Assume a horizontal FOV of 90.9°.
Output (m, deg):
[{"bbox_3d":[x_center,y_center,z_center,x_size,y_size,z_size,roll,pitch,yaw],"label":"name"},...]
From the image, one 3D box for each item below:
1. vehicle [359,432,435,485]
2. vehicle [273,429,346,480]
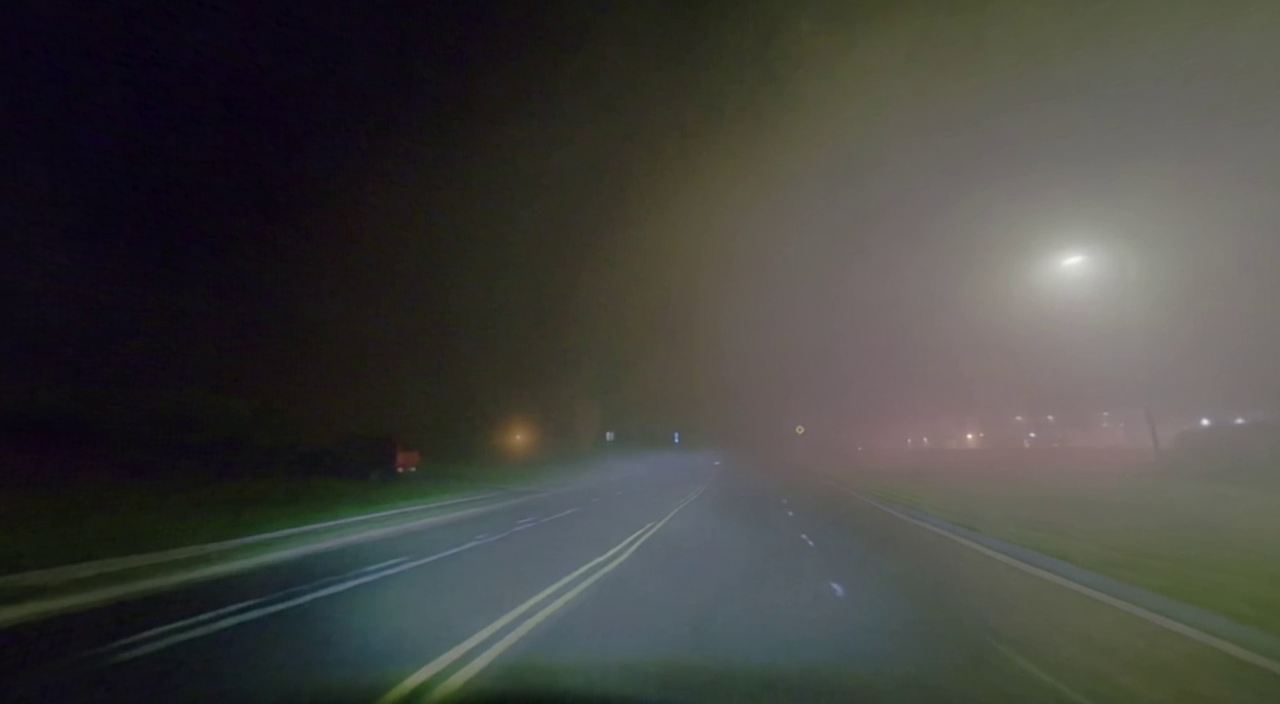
[{"bbox_3d":[-9.203,4.111,24.344,2.244,1.796,5.170,3,-10,-16],"label":"vehicle"},{"bbox_3d":[-12.828,3.971,24.610,2.192,1.740,4.521,4,-10,-26],"label":"vehicle"}]
